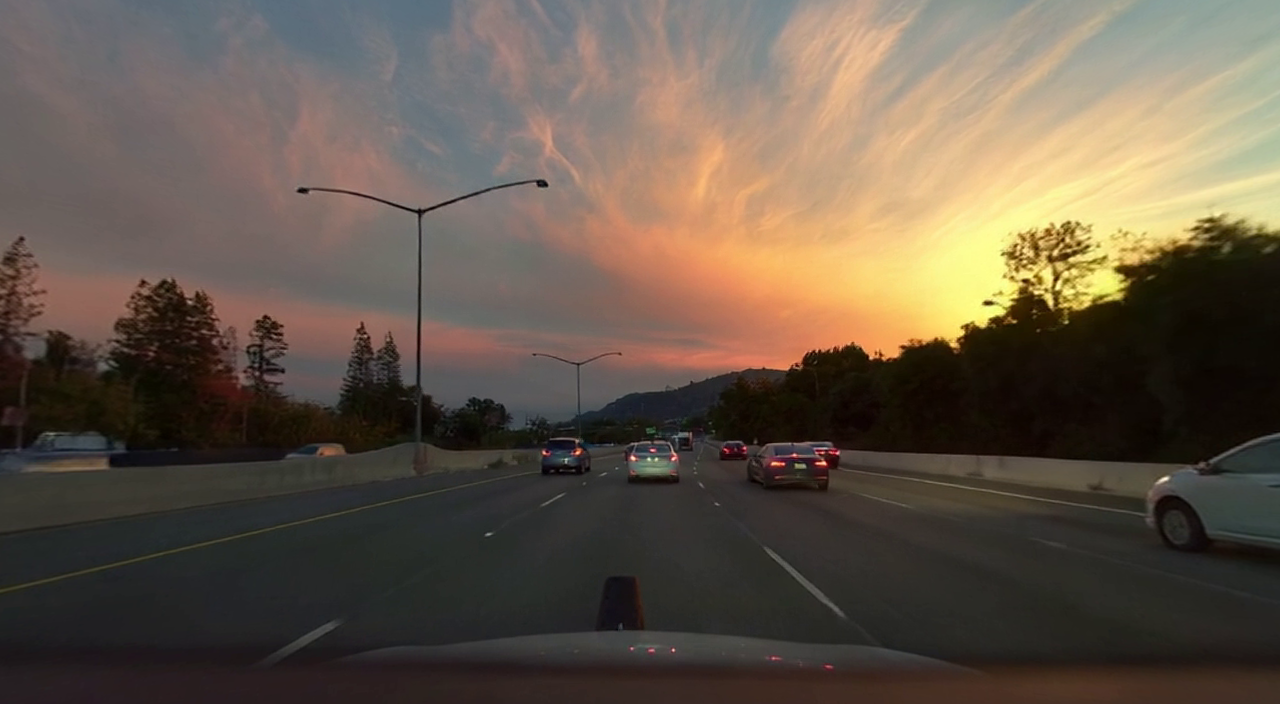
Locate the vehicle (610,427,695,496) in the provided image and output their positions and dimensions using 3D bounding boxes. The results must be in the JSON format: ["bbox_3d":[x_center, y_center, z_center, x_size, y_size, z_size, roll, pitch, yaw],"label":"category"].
[{"bbox_3d":[0.389,3.112,18.195,2.181,1.728,3.970,0,-9,2],"label":"vehicle"}]

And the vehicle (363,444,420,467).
[{"bbox_3d":[-19.133,7.980,48.784,2.079,1.684,4.734,0,-9,6],"label":"vehicle"}]

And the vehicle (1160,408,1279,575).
[{"bbox_3d":[7.394,1.247,5.267,2.028,1.657,4.823,0,-9,2],"label":"vehicle"}]

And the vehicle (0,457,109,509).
[{"bbox_3d":[-20.733,4.253,20.672,2.130,1.523,4.922,0,-9,3],"label":"vehicle"}]

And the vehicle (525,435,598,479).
[{"bbox_3d":[-3.092,4.294,25.923,2.128,1.627,4.697,0,-9,3],"label":"vehicle"}]

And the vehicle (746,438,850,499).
[{"bbox_3d":[4.364,3.276,18.136,1.999,1.514,4.338,0,-9,2],"label":"vehicle"}]
